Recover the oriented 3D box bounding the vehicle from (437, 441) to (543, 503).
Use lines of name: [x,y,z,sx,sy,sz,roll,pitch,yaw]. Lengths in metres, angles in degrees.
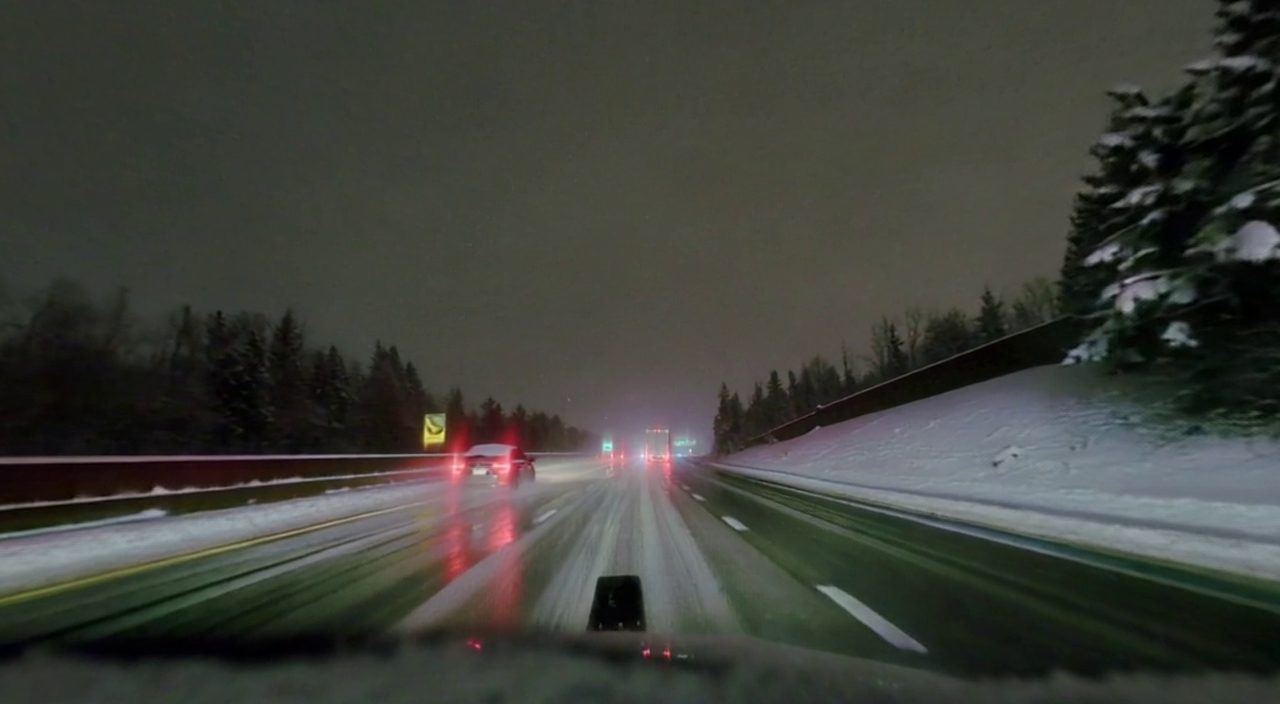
vehicle: [-4.203,3.431,18.407,2.035,1.595,4.022,0,-9,1]
